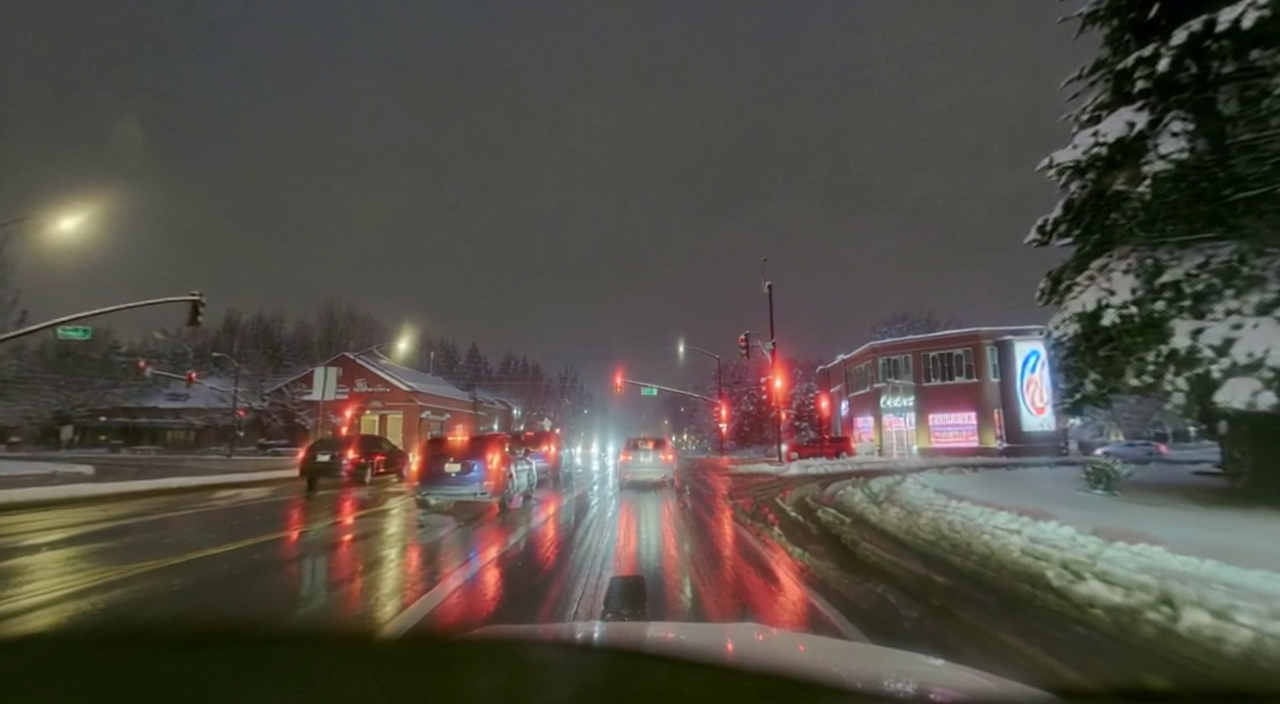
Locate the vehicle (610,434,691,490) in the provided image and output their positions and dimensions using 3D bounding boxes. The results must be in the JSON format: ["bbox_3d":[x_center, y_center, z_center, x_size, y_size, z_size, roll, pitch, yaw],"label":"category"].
[{"bbox_3d":[0.380,3.345,19.573,2.258,1.507,3.896,-1,-8,3],"label":"vehicle"}]

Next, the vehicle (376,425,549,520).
[{"bbox_3d":[-3.222,2.288,12.494,2.029,1.517,4.375,0,-9,2],"label":"vehicle"}]

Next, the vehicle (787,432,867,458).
[{"bbox_3d":[13.250,6.638,44.836,5.032,1.762,1.982,0,-9,0],"label":"vehicle"}]

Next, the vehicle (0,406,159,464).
[{"bbox_3d":[-46.088,6.472,48.673,14.685,4.167,2.923,-1,-8,-5],"label":"vehicle"}]

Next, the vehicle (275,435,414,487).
[{"bbox_3d":[-9.413,3.509,20.621,2.096,1.474,4.585,0,-9,4],"label":"vehicle"}]
